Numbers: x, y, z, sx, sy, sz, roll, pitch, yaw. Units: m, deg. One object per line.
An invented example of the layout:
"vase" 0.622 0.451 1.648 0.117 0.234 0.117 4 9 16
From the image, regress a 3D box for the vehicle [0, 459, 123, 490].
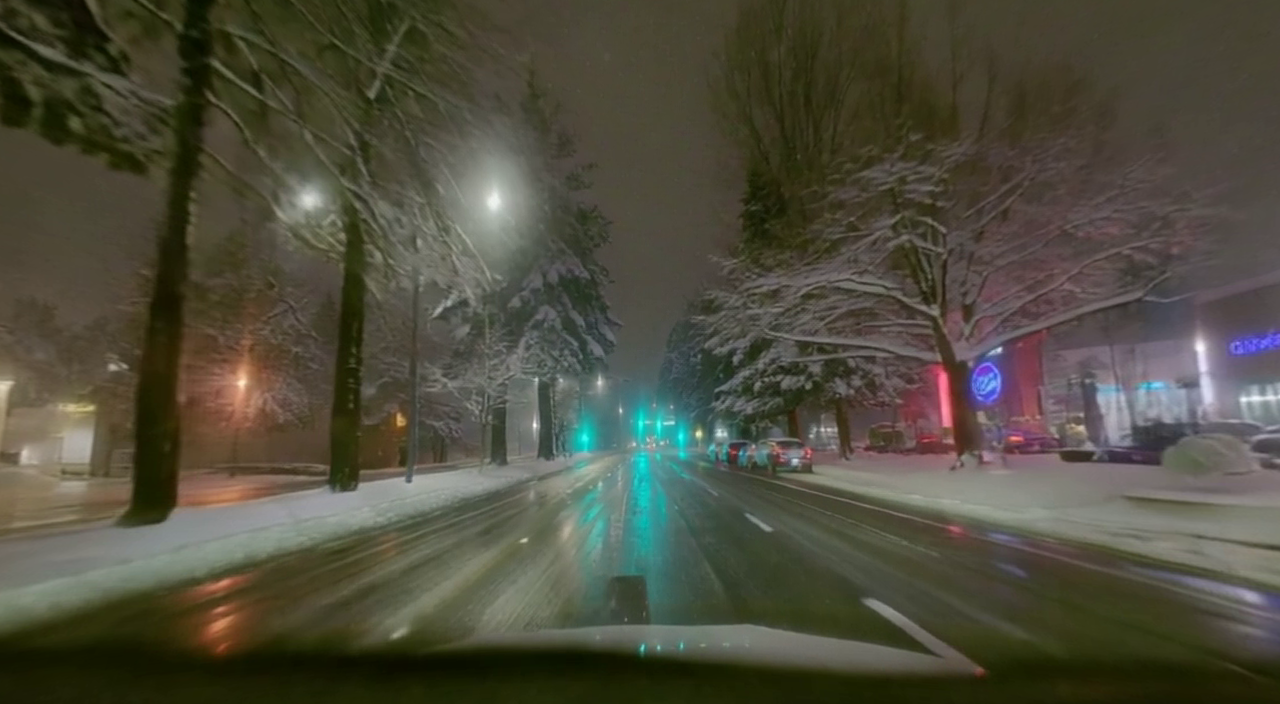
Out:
"vehicle" -32.758 6.885 35.531 5.238 1.618 2.263 -1 -9 1

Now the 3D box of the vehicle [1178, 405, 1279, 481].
"vehicle" 16.644 2.186 15.745 4.422 1.738 1.995 -3 -8 1

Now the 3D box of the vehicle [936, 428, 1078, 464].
"vehicle" 16.845 4.367 29.137 5.222 1.515 2.044 -1 -9 -1

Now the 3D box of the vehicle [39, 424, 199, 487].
"vehicle" -32.967 6.557 40.130 7.106 3.726 3.230 0 -8 1

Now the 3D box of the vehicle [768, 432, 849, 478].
"vehicle" 7.070 4.378 27.019 2.084 1.736 4.754 0 -8 -1
